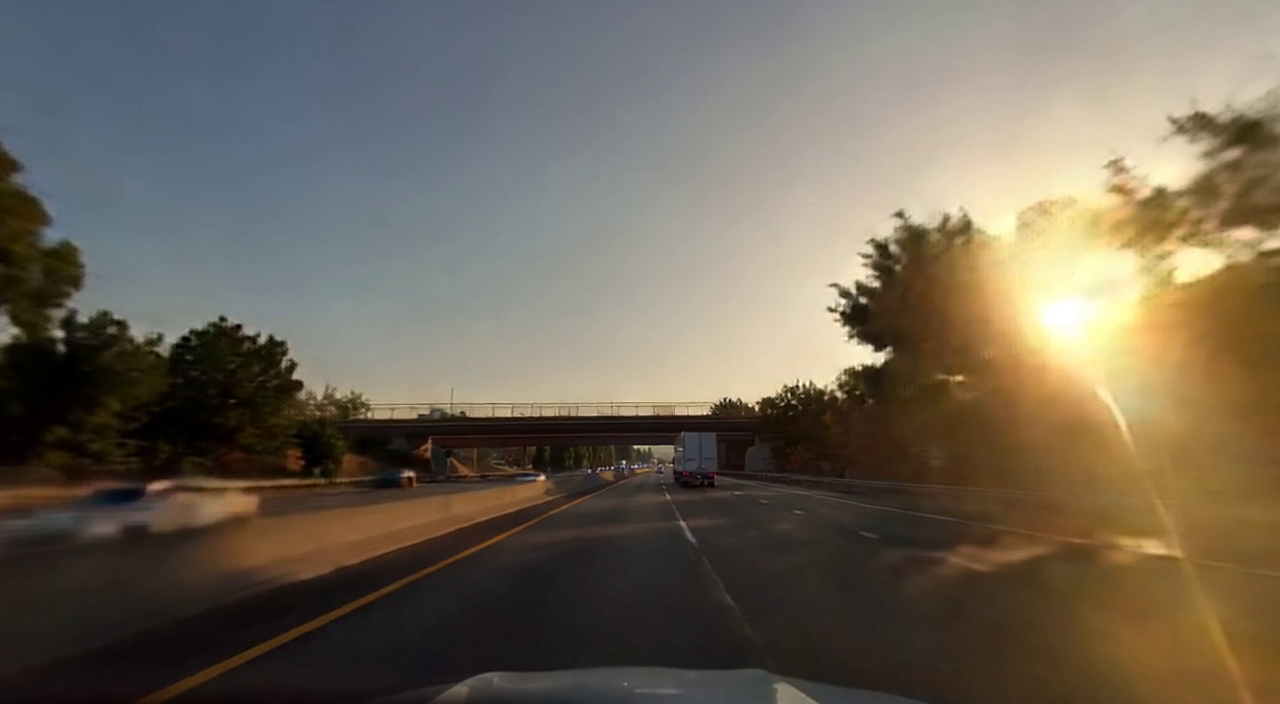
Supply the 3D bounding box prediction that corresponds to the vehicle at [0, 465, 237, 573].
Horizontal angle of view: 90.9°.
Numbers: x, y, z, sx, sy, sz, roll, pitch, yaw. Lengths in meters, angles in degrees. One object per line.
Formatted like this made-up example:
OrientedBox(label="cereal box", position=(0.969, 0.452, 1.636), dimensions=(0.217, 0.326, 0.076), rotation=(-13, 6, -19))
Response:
OrientedBox(label="vehicle", position=(-9.713, 2.835, 11.365), dimensions=(2.046, 1.536, 4.145), rotation=(1, -10, 1))
